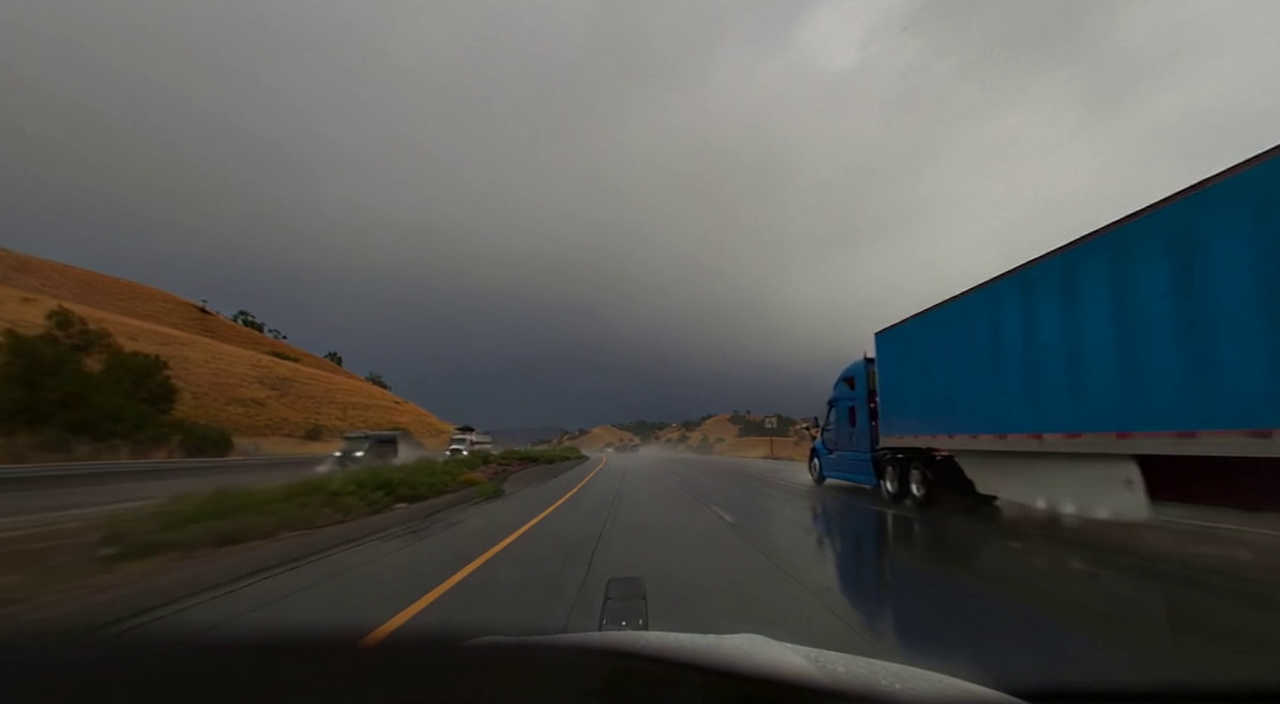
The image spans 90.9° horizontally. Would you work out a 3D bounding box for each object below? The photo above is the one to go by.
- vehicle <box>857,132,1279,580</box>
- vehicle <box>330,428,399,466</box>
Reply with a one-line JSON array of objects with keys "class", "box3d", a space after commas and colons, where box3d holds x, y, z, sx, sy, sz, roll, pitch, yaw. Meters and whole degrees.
[{"class": "vehicle", "box3d": [7.487, 0.493, 9.093, 2.923, 4.182, 16.345, 0, -8, 0]}, {"class": "vehicle", "box3d": [-19.402, 6.741, 44.797, 2.356, 2.463, 5.796, 0, -8, -2]}]
